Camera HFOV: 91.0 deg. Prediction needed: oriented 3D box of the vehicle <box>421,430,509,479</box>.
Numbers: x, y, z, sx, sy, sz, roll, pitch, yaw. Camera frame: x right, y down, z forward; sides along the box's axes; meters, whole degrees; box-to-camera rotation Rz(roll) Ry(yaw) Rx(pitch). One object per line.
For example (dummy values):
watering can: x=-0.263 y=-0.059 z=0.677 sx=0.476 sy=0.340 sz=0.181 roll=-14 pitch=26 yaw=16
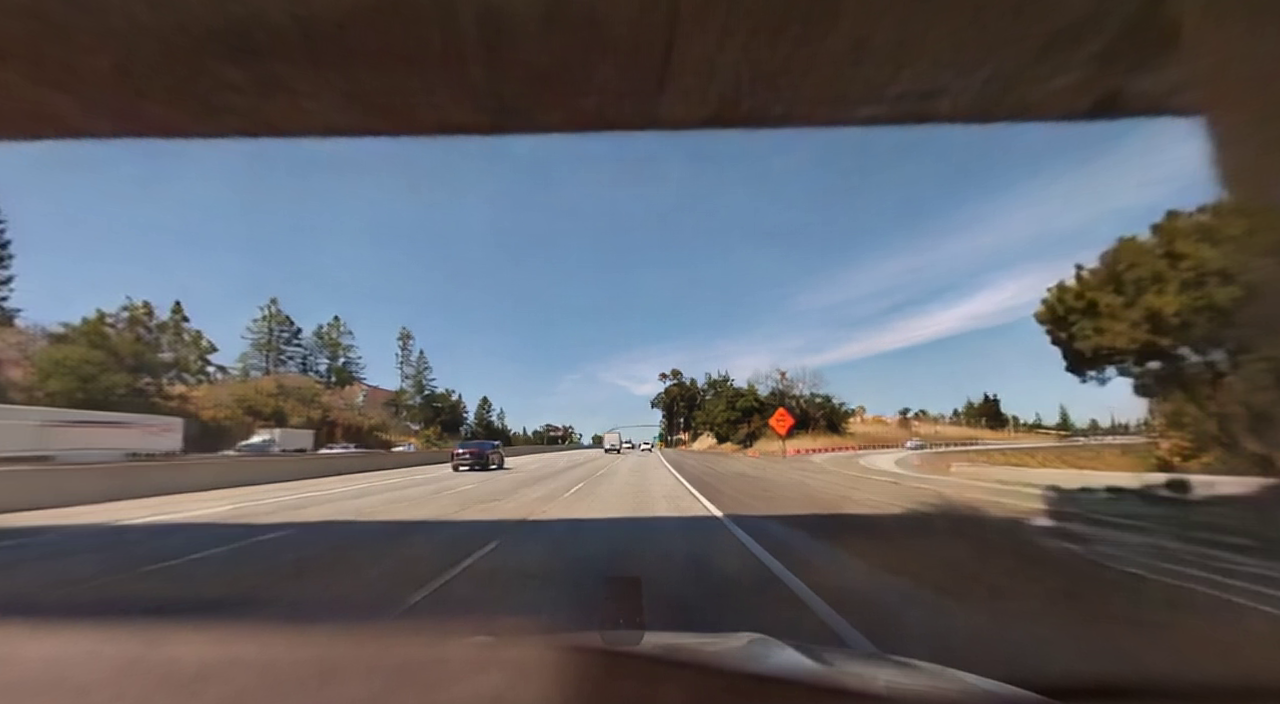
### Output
vehicle: x=-6.969 y=4.149 z=25.687 sx=2.103 sy=1.775 sz=4.966 roll=0 pitch=-8 yaw=0

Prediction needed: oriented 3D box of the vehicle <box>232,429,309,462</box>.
vehicle: x=-25.775 y=6.542 z=44.129 sx=2.351 sy=2.192 sz=4.592 roll=0 pitch=-8 yaw=3

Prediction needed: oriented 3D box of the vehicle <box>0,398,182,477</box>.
vehicle: x=-29.970 y=4.127 z=30.263 sx=2.884 sy=3.515 sz=17.319 roll=0 pitch=-8 yaw=1
